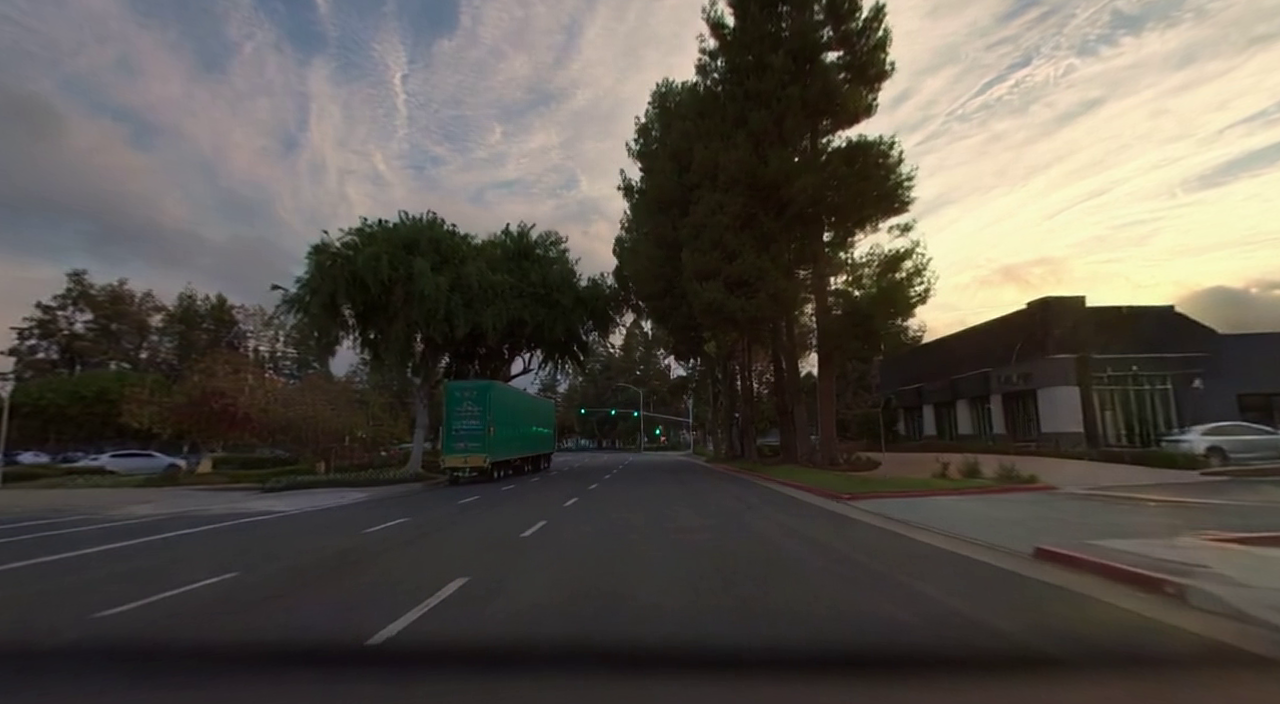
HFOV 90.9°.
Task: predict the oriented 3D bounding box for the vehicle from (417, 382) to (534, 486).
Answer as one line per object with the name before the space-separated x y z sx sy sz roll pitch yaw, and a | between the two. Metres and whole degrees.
vehicle | -7.109 3.787 28.731 3.053 4.058 8.110 0 -9 0
